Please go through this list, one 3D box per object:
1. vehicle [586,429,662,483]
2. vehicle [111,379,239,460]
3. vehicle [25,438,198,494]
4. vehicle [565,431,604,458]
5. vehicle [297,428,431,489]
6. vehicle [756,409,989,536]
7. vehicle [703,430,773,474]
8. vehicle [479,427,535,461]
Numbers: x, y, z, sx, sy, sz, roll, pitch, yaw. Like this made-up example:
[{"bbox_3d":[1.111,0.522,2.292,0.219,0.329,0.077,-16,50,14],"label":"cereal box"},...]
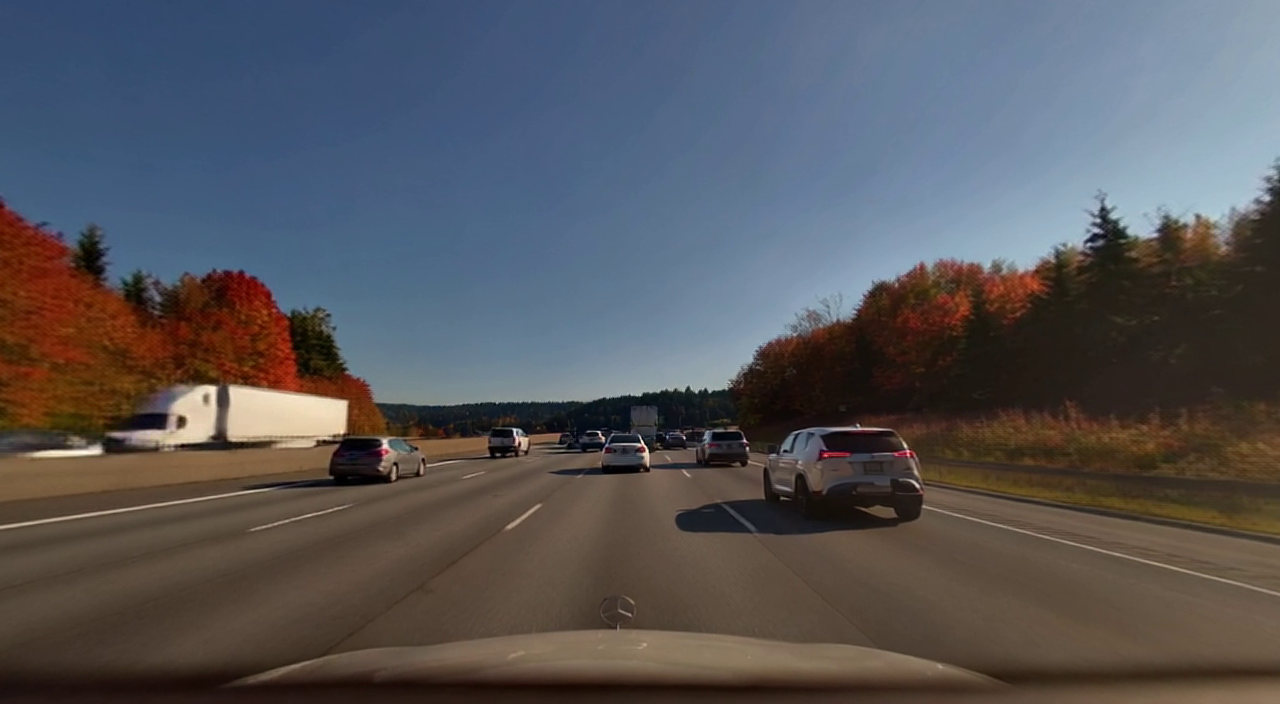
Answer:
[{"bbox_3d":[-0.482,3.181,19.655,2.111,1.494,4.364,0,-8,-1],"label":"vehicle"},{"bbox_3d":[-22.959,3.394,31.314,3.144,3.727,3.852,0,-7,0],"label":"vehicle"},{"bbox_3d":[-15.411,3.288,18.651,1.775,1.463,3.812,0,-8,1],"label":"vehicle"},{"bbox_3d":[-3.531,5.986,40.874,2.064,1.672,4.277,0,-8,1],"label":"vehicle"},{"bbox_3d":[-7.567,2.930,17.707,1.934,1.526,3.966,0,-8,0],"label":"vehicle"},{"bbox_3d":[3.450,1.867,10.433,2.095,1.650,4.331,0,-8,-2],"label":"vehicle"},{"bbox_3d":[3.694,3.826,24.456,1.972,1.516,4.514,0,-8,0],"label":"vehicle"},{"bbox_3d":[-7.457,5.217,35.762,2.117,1.779,4.745,0,-8,1],"label":"vehicle"}]
